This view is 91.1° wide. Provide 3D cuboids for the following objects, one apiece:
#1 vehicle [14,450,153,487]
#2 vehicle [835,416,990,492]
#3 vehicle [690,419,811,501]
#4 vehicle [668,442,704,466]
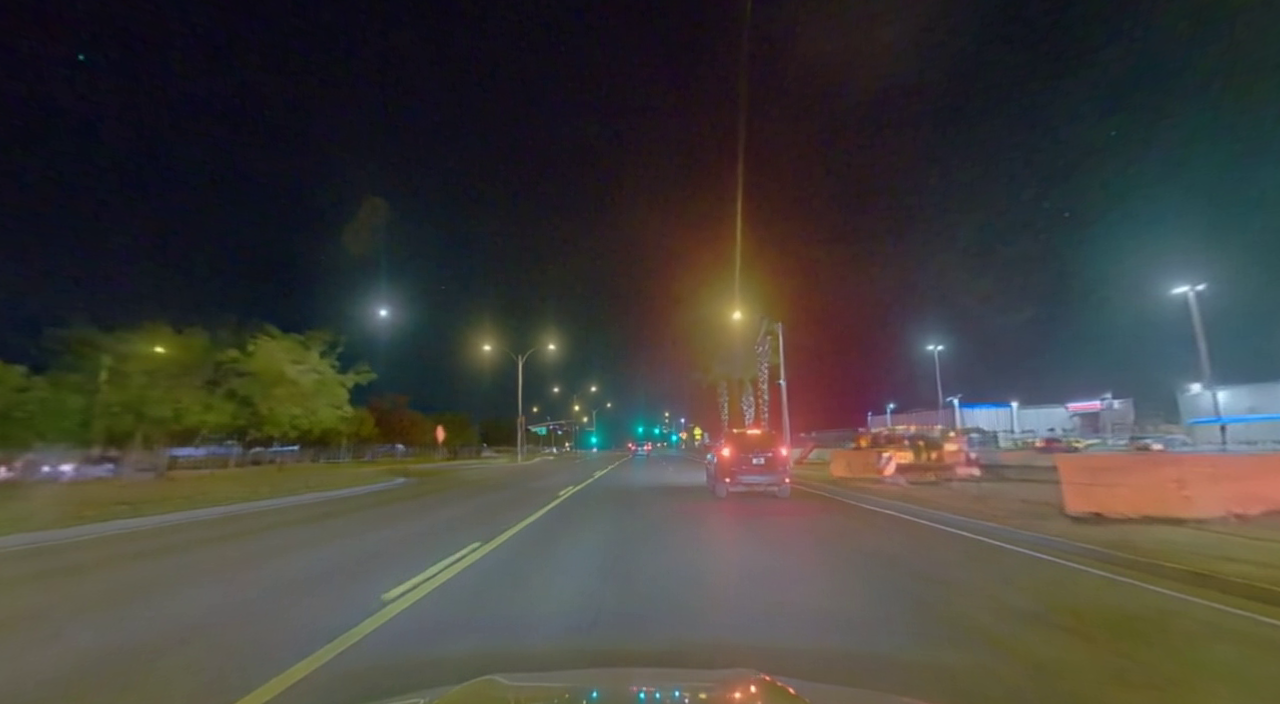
[{"bbox_3d":[-24.865,5.196,28.355,1.911,1.489,4.779,0,-8,0],"label":"vehicle"},{"bbox_3d":[10.798,4.132,25.984,2.799,2.593,7.710,0,-8,-1],"label":"vehicle"},{"bbox_3d":[2.892,3.020,18.005,2.386,1.970,5.665,0,-8,-1],"label":"vehicle"},{"bbox_3d":[3.126,7.081,43.861,2.148,1.562,4.642,0,-8,0],"label":"vehicle"}]
